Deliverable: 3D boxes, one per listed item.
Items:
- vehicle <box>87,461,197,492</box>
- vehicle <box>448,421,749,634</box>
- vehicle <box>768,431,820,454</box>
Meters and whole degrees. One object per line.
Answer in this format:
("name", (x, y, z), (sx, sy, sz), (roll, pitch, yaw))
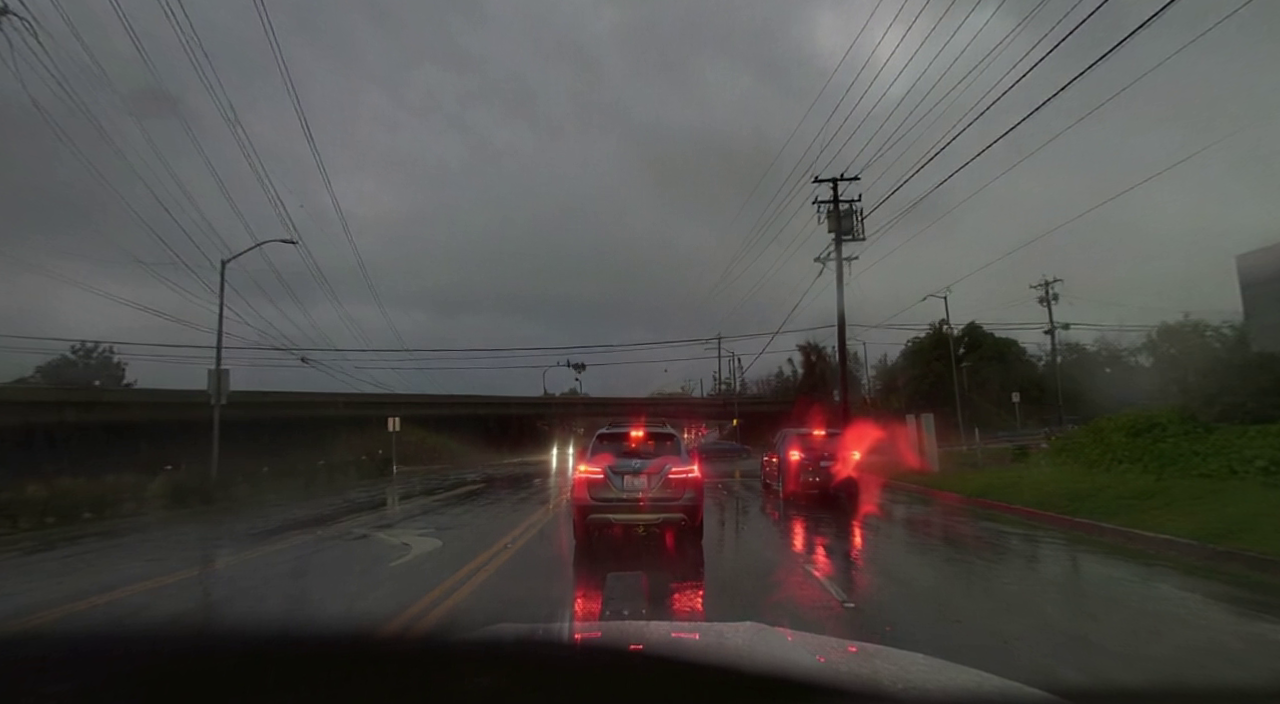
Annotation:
("vehicle", (-28.563, 7.105, 36.283), (1.808, 1.539, 4.600), (-8, -11, 40))
("vehicle", (-0.251, 1.528, 6.463), (2.090, 1.458, 4.033), (-1, -9, 1))
("vehicle", (11.710, 6.853, 47.755), (1.901, 1.637, 4.435), (-8, -12, 42))
